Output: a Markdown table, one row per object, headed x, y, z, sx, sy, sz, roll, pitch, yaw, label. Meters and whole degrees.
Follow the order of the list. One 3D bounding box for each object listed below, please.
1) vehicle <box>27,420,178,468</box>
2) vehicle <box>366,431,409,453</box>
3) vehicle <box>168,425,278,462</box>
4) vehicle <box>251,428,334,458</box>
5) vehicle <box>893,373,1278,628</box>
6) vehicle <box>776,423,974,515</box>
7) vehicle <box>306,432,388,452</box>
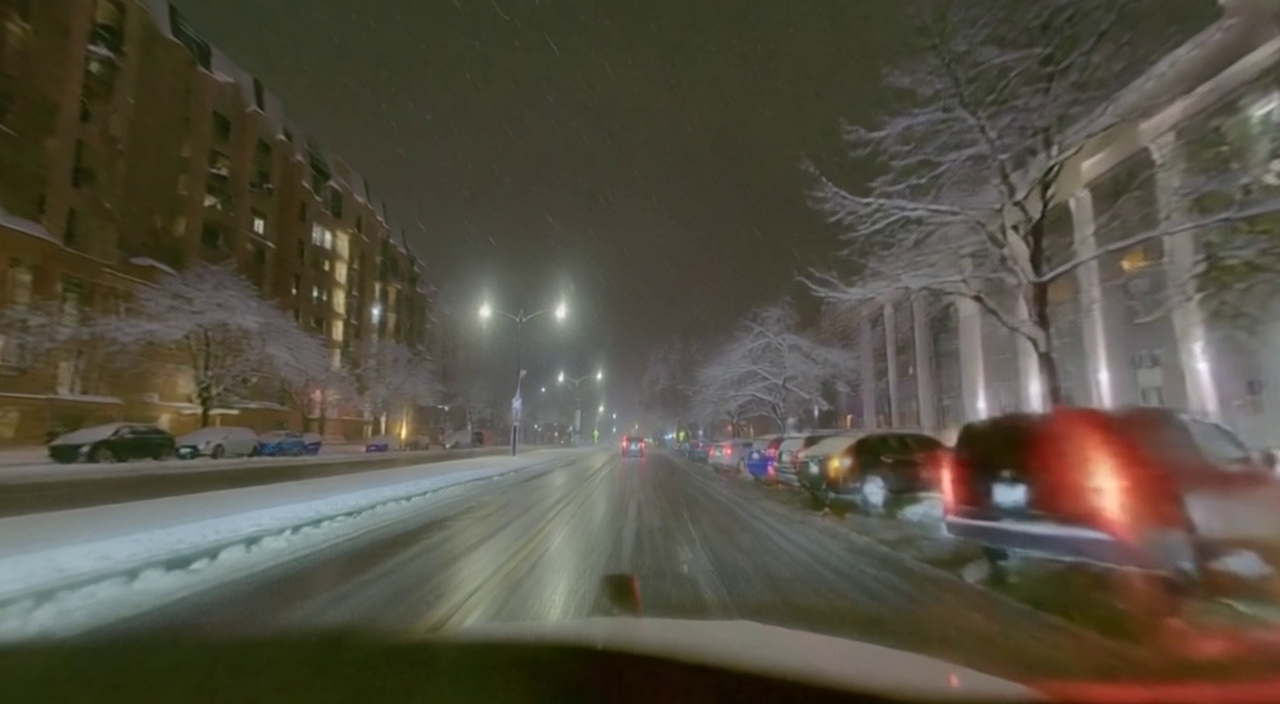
| x | y | z | sx | sy | sz | roll | pitch | yaw | label |
| --- | --- | --- | --- | --- | --- | --- | --- | --- | --- |
| -18.573 | 3.217 | 22.047 | 1.807 | 1.501 | 4.134 | 0 | -8 | -3 | vehicle |
| -19.234 | 6.871 | 48.085 | 1.792 | 1.554 | 3.682 | 0 | -8 | -1 | vehicle |
| -18.502 | 4.082 | 28.235 | 1.811 | 1.502 | 4.639 | -1 | -8 | 0 | vehicle |
| -18.781 | 4.975 | 34.324 | 1.869 | 1.494 | 4.833 | 0 | -8 | -2 | vehicle |
| 4.640 | 1.251 | 6.315 | 4.416 | 1.656 | 1.928 | 6 | -10 | -39 | vehicle |
| 4.646 | 2.213 | 12.400 | 3.531 | 1.529 | 1.903 | 5 | -10 | -35 | vehicle |
| -19.270 | 5.970 | 41.840 | 2.389 | 1.206 | 6.247 | -1 | -8 | 1 | vehicle |
